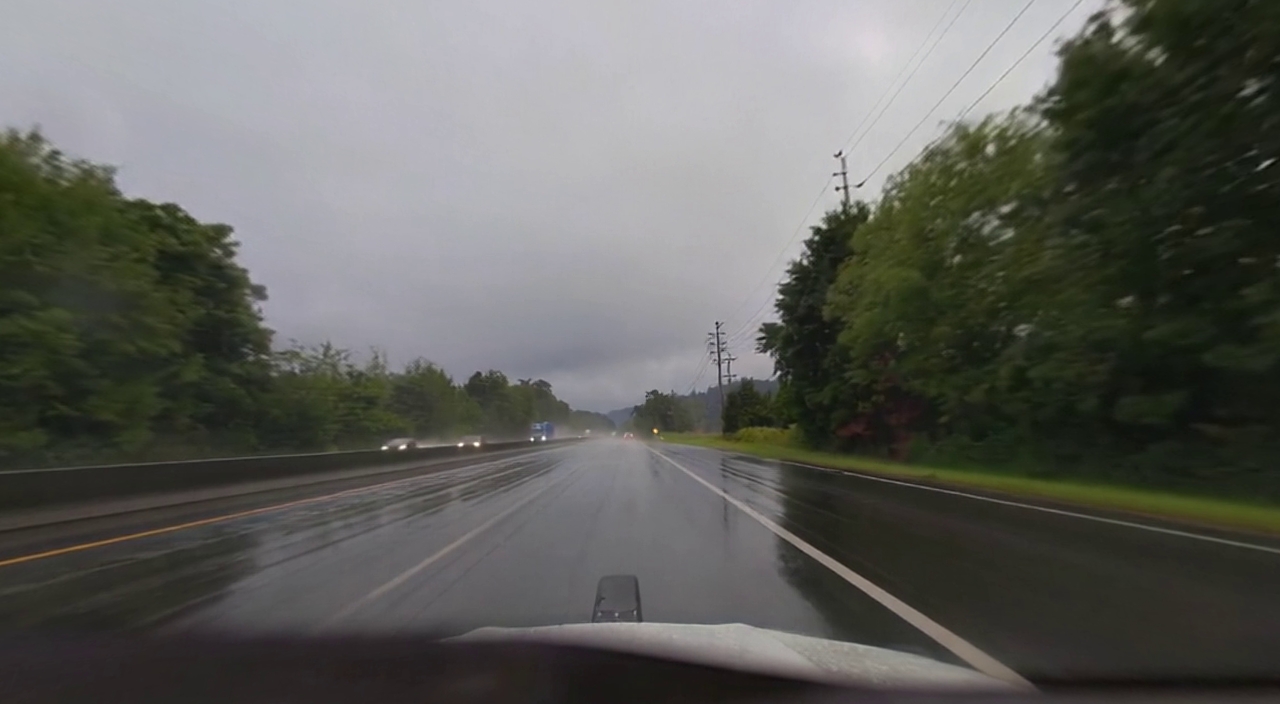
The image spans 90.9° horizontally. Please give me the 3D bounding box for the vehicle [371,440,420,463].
[{"bbox_3d":[-17.517,7.133,45.318,1.700,1.517,4.679,0,-8,-1],"label":"vehicle"}]
